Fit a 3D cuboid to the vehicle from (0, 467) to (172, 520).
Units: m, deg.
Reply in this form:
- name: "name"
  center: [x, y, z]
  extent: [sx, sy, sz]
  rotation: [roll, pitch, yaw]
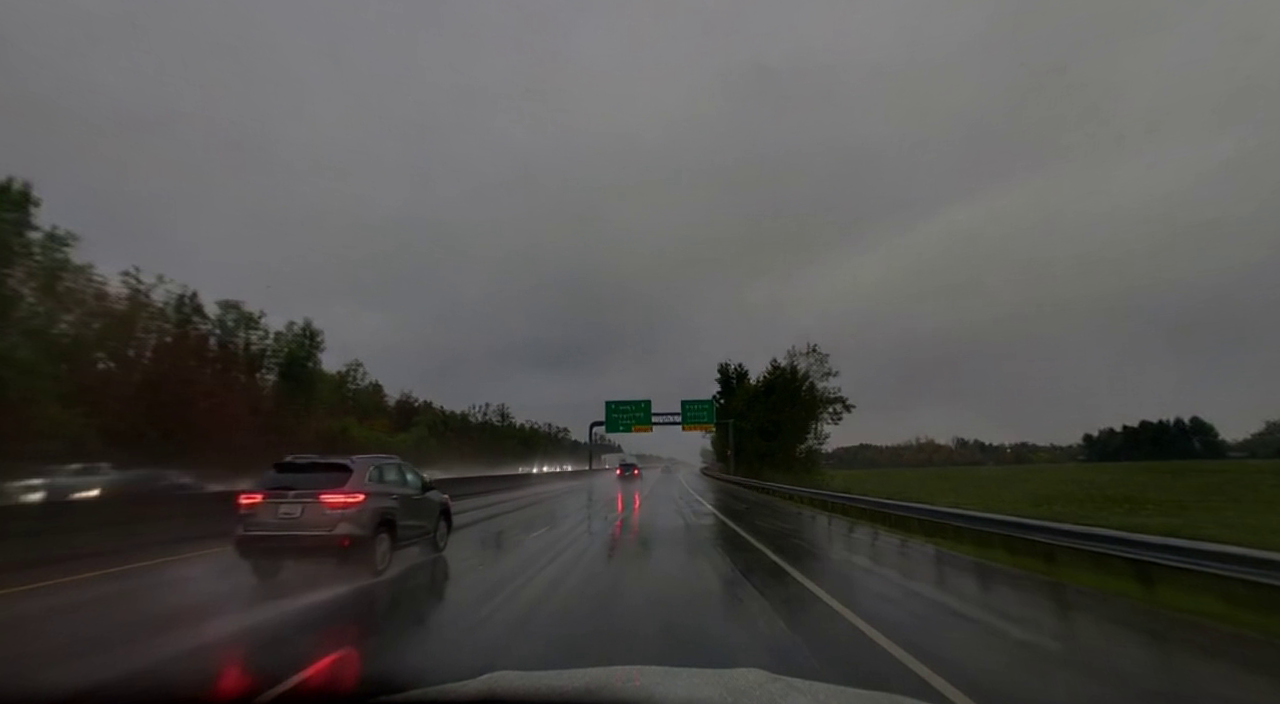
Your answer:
- name: "vehicle"
  center: [-17.852, 4.456, 20.239]
  extent: [1.993, 1.456, 4.555]
  rotation: [1, -10, 2]

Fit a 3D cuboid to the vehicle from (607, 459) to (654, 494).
- name: "vehicle"
  center: [-0.404, 6.289, 31.907]
  extent: [2.000, 1.594, 3.996]
  rotation: [0, -11, 4]

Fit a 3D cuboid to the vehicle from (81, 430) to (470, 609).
- name: "vehicle"
  center: [-3.948, 1.946, 8.127]
  extent: [2.063, 1.556, 4.740]
  rotation: [1, -10, 2]
